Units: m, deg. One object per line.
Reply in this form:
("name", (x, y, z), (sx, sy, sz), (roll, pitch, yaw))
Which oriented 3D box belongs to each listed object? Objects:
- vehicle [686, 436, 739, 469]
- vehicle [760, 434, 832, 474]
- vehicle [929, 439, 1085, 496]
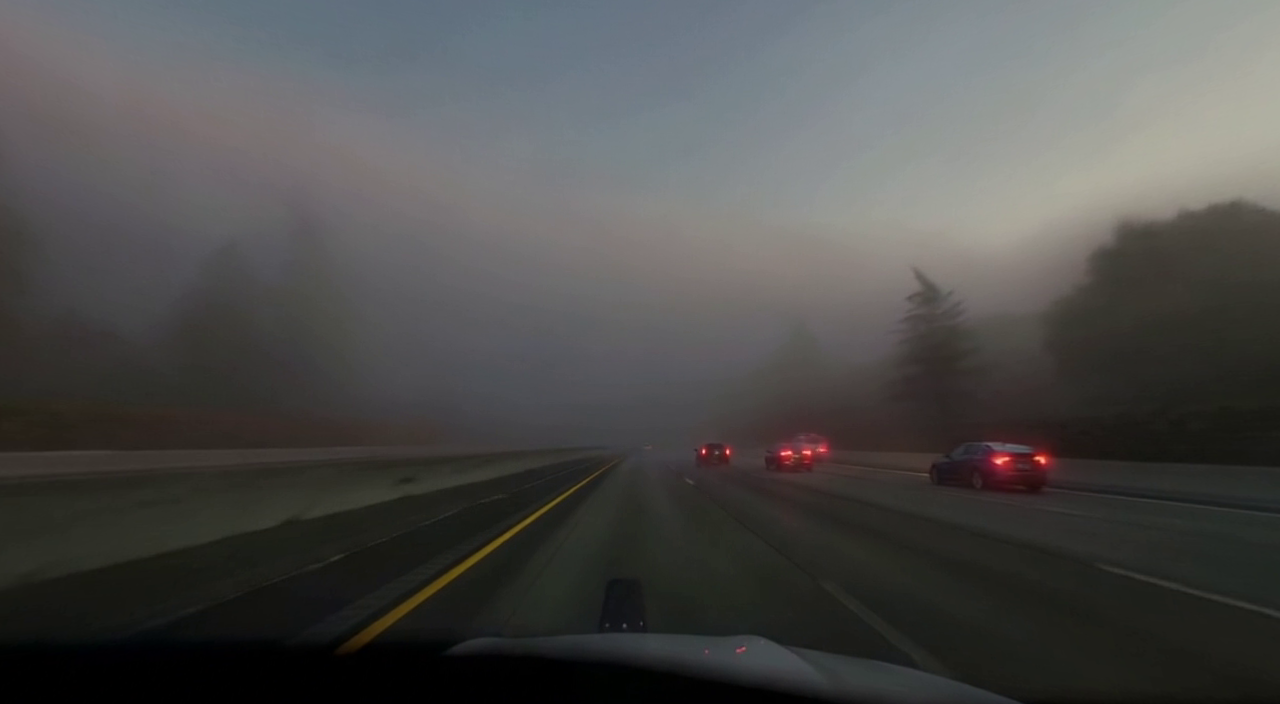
("vehicle", (3.824, 5.392, 33.928), (2.326, 1.644, 4.206), (0, -8, -1))
("vehicle", (7.238, 4.795, 29.833), (2.178, 1.749, 4.570), (0, -8, -1))
("vehicle", (10.698, 3.367, 18.871), (1.970, 1.479, 4.480), (0, -8, 0))
